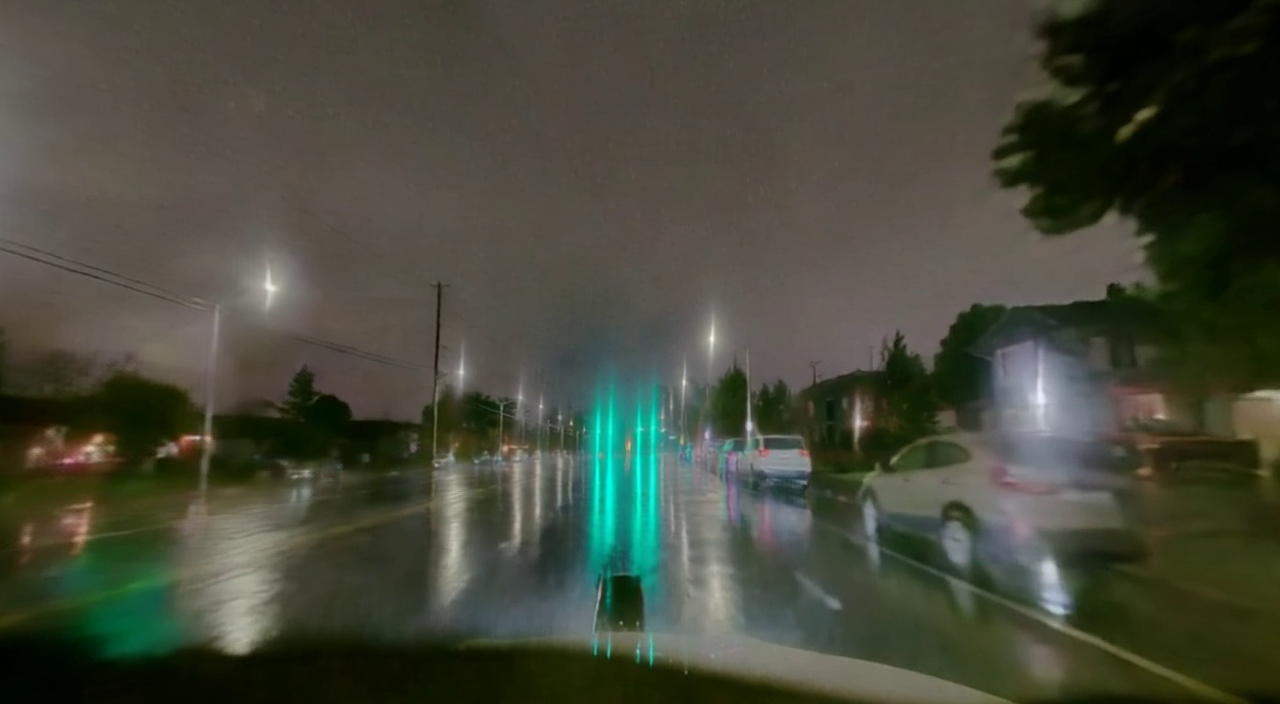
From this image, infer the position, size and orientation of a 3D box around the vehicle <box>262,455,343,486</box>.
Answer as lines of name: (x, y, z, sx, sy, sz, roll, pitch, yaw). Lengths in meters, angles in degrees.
vehicle: (-17.669, 6.211, 33.351, 1.831, 1.428, 4.456, -1, -9, -1)

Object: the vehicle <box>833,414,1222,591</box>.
vehicle: (4.578, 1.849, 8.753, 2.154, 1.718, 4.980, 0, -9, -1)

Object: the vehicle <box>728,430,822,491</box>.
vehicle: (4.467, 3.694, 21.836, 2.078, 1.837, 5.088, 0, -9, -1)
